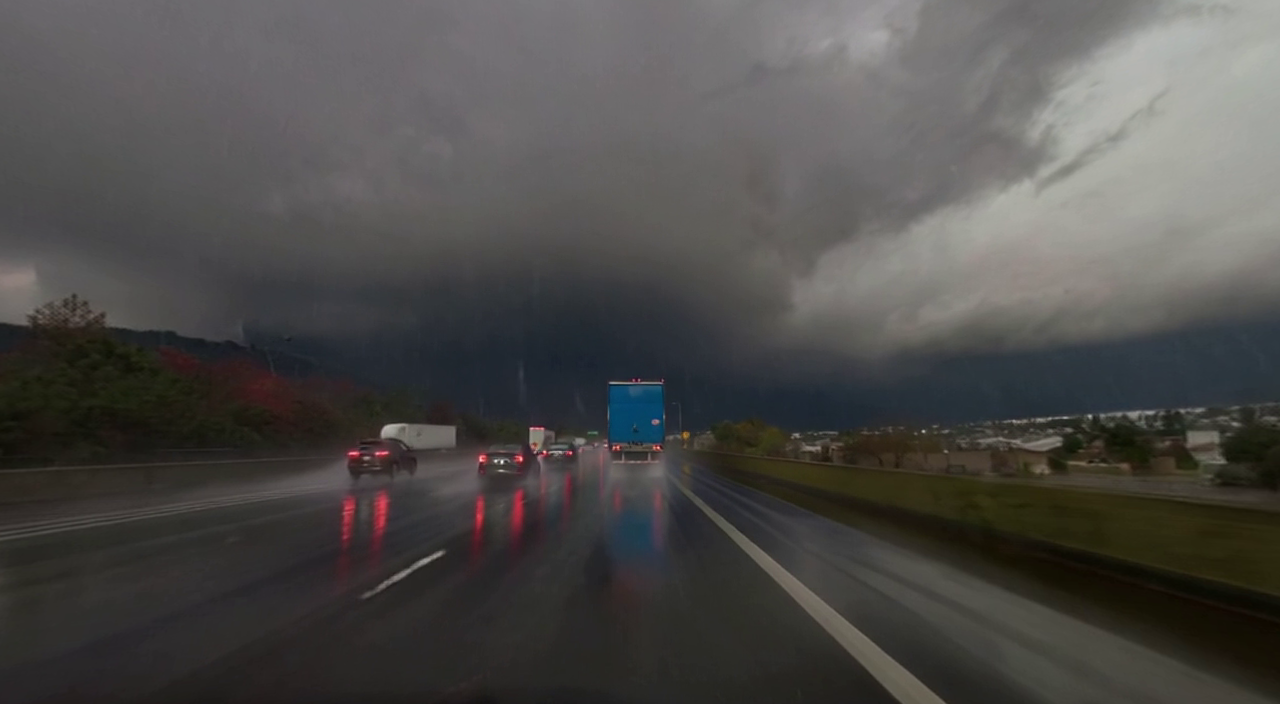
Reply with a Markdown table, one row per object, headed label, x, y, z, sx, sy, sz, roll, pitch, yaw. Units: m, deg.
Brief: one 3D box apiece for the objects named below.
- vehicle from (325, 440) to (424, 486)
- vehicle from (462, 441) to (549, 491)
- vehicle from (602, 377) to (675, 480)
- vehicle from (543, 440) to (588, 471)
| label | x | y | z | sx | sy | sz | roll | pitch | yaw |
| --- | --- | --- | --- | --- | --- | --- | --- | --- | --- |
| vehicle | -10.002 | 4.197 | 24.118 | 1.952 | 1.590 | 4.090 | -1 | -8 | 1 |
| vehicle | -4.605 | 3.952 | 22.232 | 2.164 | 1.582 | 3.979 | 0 | -8 | 1 |
| vehicle | -0.314 | 3.820 | 30.714 | 2.913 | 4.113 | 10.724 | 0 | -8 | -3 |
| vehicle | -4.320 | 6.043 | 37.120 | 2.158 | 1.680 | 4.087 | 0 | -8 | 0 |
